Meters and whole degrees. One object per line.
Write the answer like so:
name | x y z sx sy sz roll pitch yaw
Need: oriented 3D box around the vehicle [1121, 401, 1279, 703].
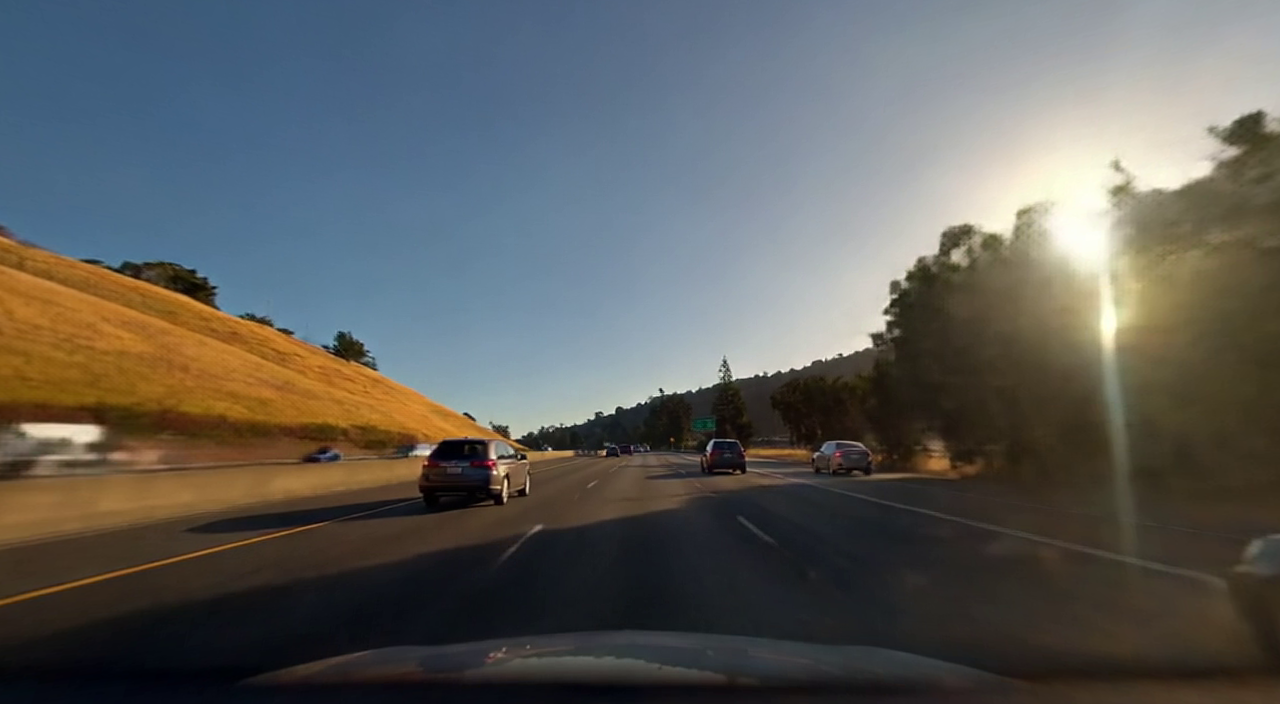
vehicle | 3.458 0.723 1.048 1.941 1.481 4.300 0 -8 1

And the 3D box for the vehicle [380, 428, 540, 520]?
vehicle | -3.701 2.596 13.970 2.166 1.672 4.388 0 -8 1

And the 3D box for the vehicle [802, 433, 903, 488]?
vehicle | 7.291 3.759 22.146 1.998 1.717 4.338 0 -8 0

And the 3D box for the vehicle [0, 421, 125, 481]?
vehicle | -35.183 5.789 37.037 2.759 3.143 8.346 0 -8 0

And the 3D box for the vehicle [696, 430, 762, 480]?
vehicle | 3.671 4.375 27.054 2.121 1.925 5.056 0 -8 0
